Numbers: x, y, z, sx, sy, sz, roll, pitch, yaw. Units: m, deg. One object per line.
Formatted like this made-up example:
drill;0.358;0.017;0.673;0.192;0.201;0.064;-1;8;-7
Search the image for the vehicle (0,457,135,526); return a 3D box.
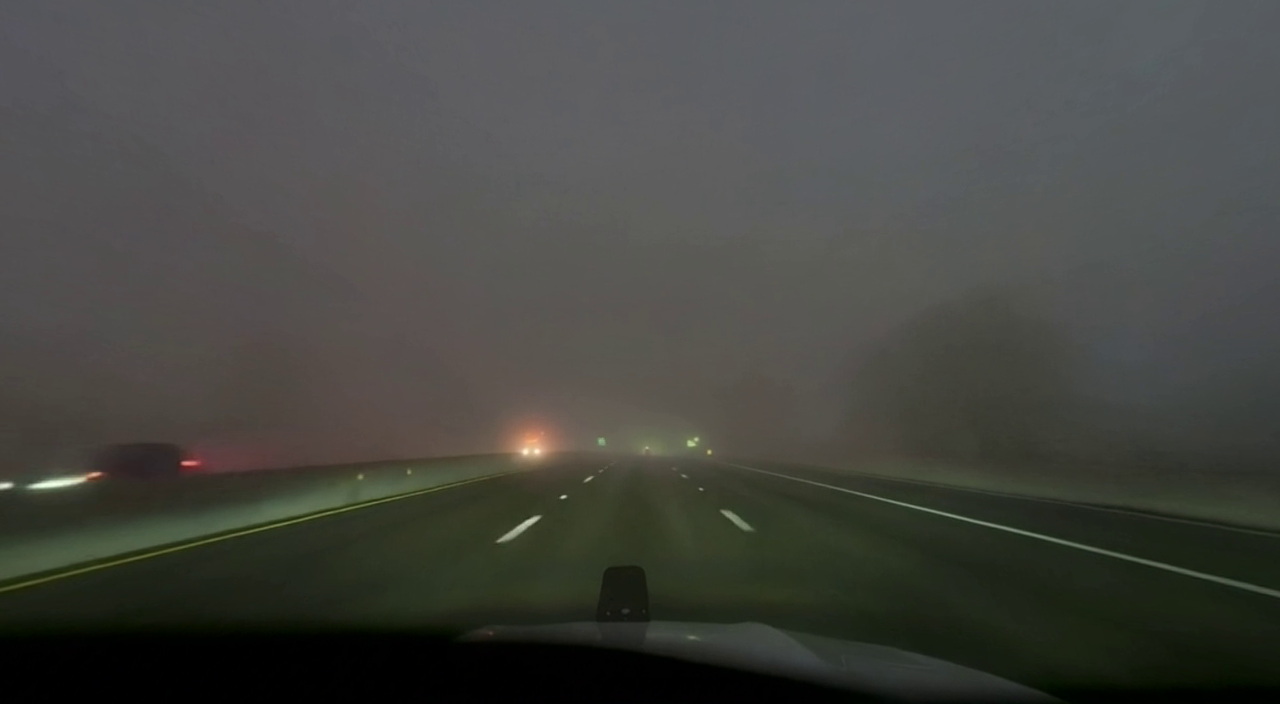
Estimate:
vehicle;-16.918;3.790;17.561;1.968;1.630;4.318;0;-9;0
